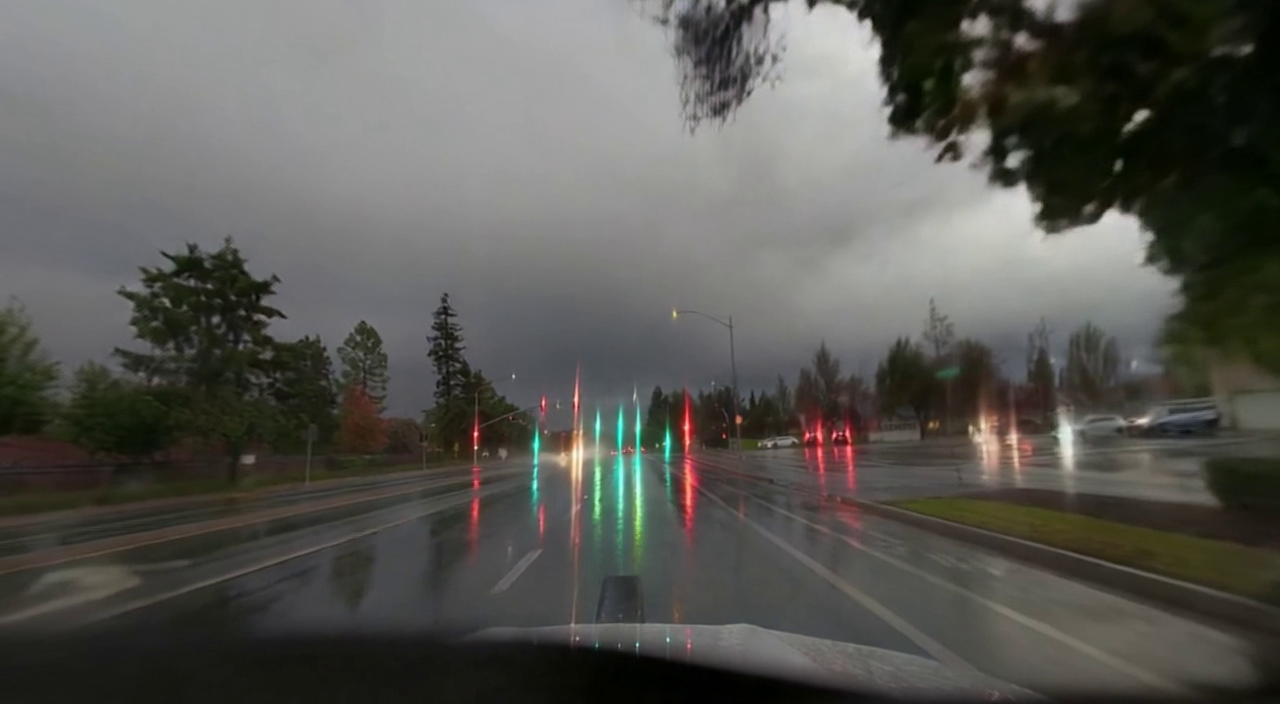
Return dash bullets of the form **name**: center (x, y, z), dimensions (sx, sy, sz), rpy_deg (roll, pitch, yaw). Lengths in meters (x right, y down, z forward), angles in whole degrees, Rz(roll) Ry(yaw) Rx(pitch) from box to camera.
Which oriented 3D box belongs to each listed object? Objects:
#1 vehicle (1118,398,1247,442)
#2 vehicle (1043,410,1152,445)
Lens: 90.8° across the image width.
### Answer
- **vehicle**: center (26.692, 3.434, 31.350), dimensions (2.081, 1.949, 4.635), rpy_deg (3, -8, -5)
- **vehicle**: center (22.777, 3.858, 31.716), dimensions (1.911, 1.598, 4.322), rpy_deg (1, -9, -6)
